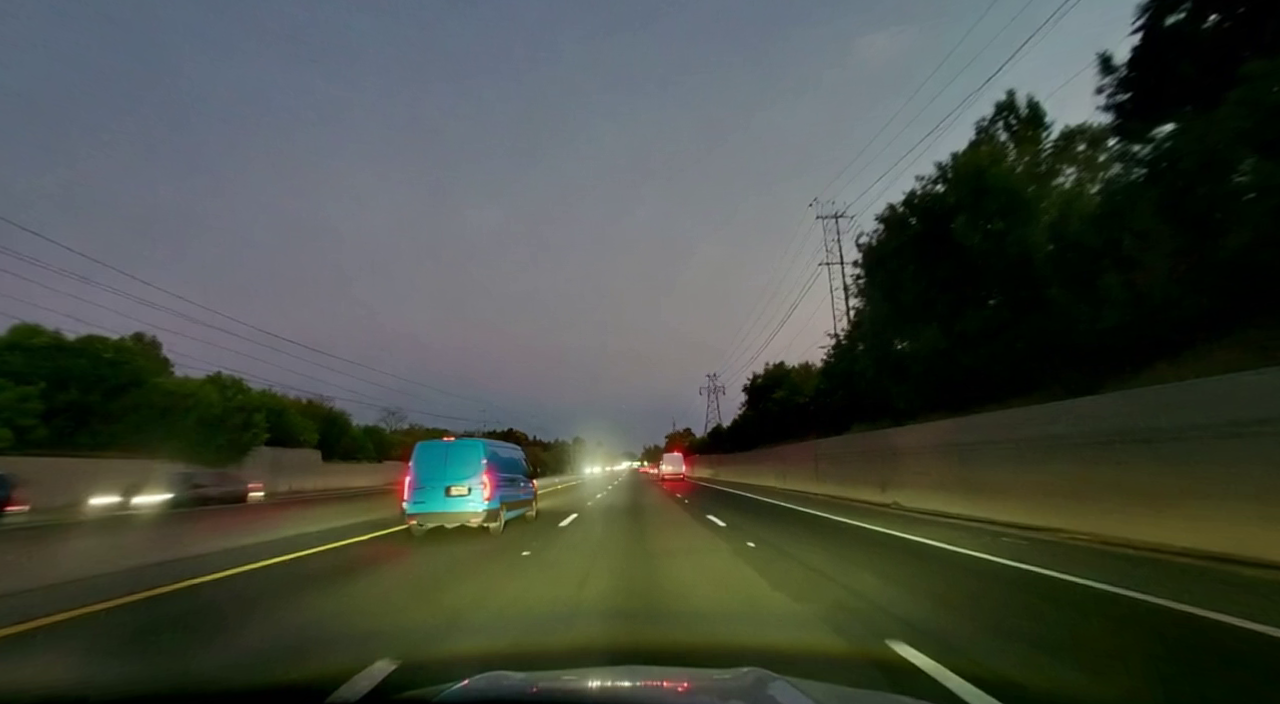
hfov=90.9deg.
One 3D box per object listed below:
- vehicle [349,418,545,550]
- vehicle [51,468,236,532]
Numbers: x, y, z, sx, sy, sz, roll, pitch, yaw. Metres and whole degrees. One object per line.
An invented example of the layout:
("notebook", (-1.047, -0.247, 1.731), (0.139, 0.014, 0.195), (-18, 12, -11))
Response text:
("vehicle", (-3.383, 2.497, 12.271), (2.324, 2.008, 4.654), (1, -10, 0))
("vehicle", (-12.927, 3.849, 16.760), (1.823, 1.457, 3.720), (1, -10, 0))
